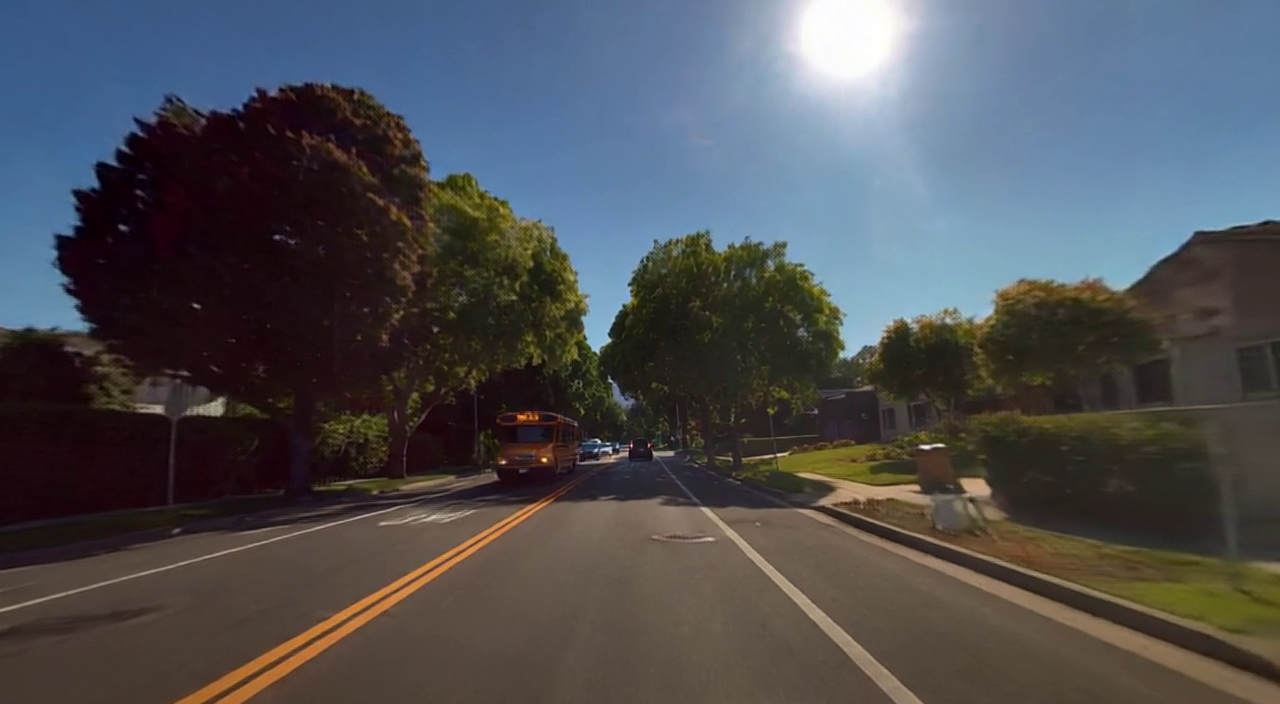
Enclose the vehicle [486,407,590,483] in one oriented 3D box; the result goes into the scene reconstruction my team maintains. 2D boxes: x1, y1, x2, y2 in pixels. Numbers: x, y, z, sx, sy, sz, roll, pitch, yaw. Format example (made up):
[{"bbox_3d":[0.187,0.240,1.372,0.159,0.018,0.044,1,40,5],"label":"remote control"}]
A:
[{"bbox_3d":[-4.199,4.169,28.399,2.966,2.818,9.113,0,-8,1],"label":"vehicle"}]
